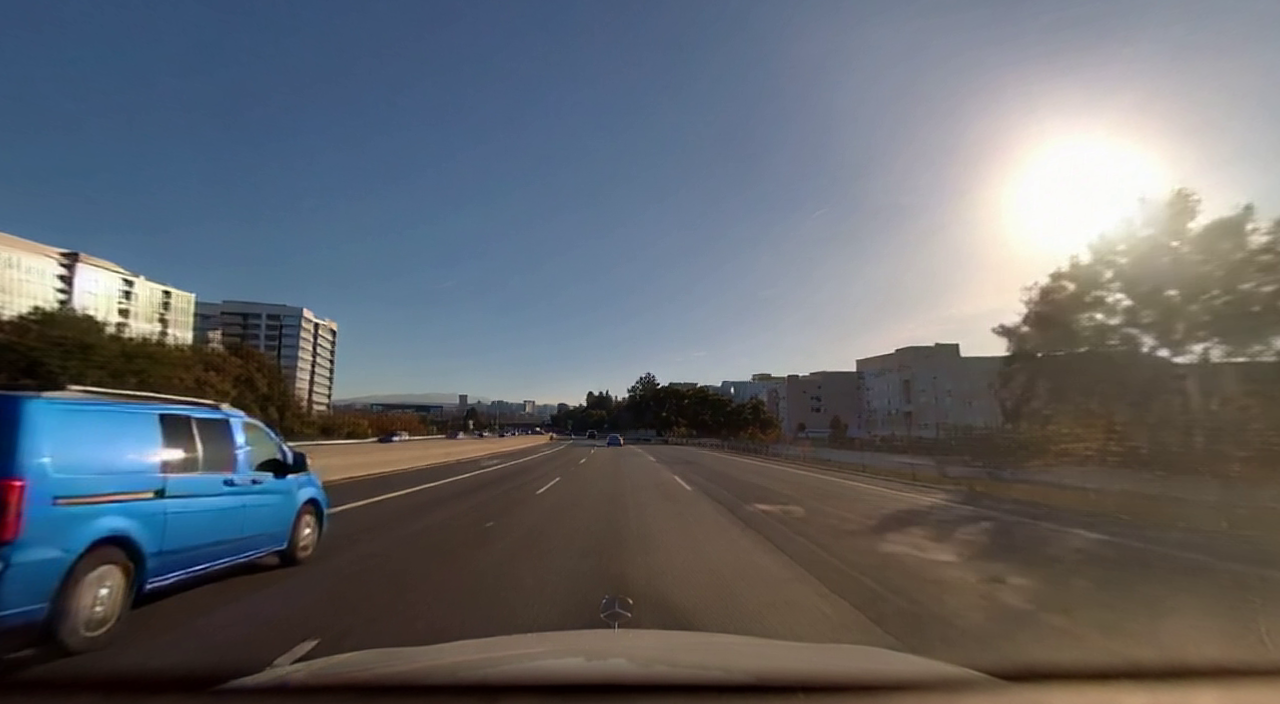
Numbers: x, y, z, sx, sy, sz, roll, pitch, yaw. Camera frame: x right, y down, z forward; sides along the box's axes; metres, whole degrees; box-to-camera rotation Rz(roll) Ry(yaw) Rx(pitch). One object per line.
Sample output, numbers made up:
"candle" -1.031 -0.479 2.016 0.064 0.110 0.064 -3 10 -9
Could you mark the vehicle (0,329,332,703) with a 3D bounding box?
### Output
"vehicle" -4.231 0.944 4.036 2.219 1.827 4.738 0 -8 -2
